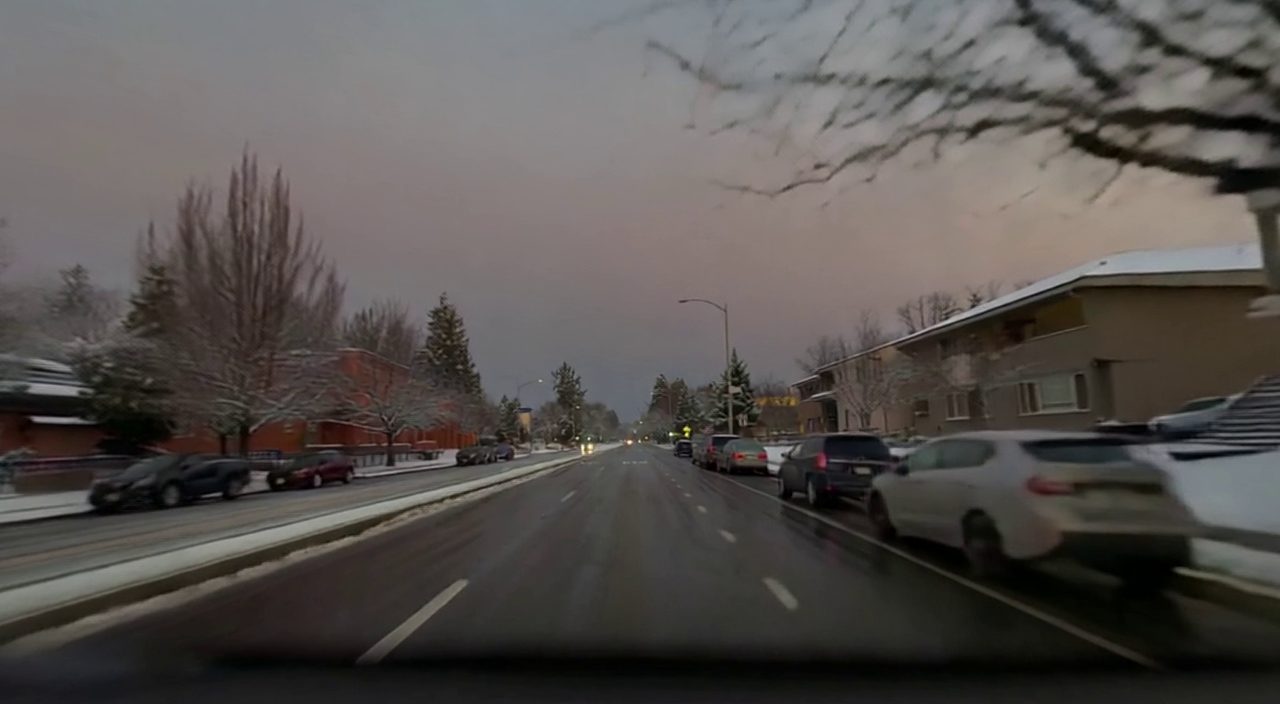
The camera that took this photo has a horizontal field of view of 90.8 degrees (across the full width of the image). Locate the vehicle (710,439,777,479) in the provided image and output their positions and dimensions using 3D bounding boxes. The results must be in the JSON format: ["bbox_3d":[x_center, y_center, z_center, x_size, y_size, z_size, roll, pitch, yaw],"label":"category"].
[{"bbox_3d":[4.087,4.260,25.590,1.845,1.443,4.531,0,-8,-1],"label":"vehicle"}]

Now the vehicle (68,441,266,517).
[{"bbox_3d":[-13.613,3.617,18.728,2.220,1.747,4.980,-3,-7,-2],"label":"vehicle"}]

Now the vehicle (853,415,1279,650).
[{"bbox_3d":[4.156,1.536,6.730,1.975,1.531,5.012,0,-8,-1],"label":"vehicle"}]

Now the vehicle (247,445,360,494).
[{"bbox_3d":[-13.861,4.826,26.422,2.239,1.645,4.700,-2,-7,-1],"label":"vehicle"}]
